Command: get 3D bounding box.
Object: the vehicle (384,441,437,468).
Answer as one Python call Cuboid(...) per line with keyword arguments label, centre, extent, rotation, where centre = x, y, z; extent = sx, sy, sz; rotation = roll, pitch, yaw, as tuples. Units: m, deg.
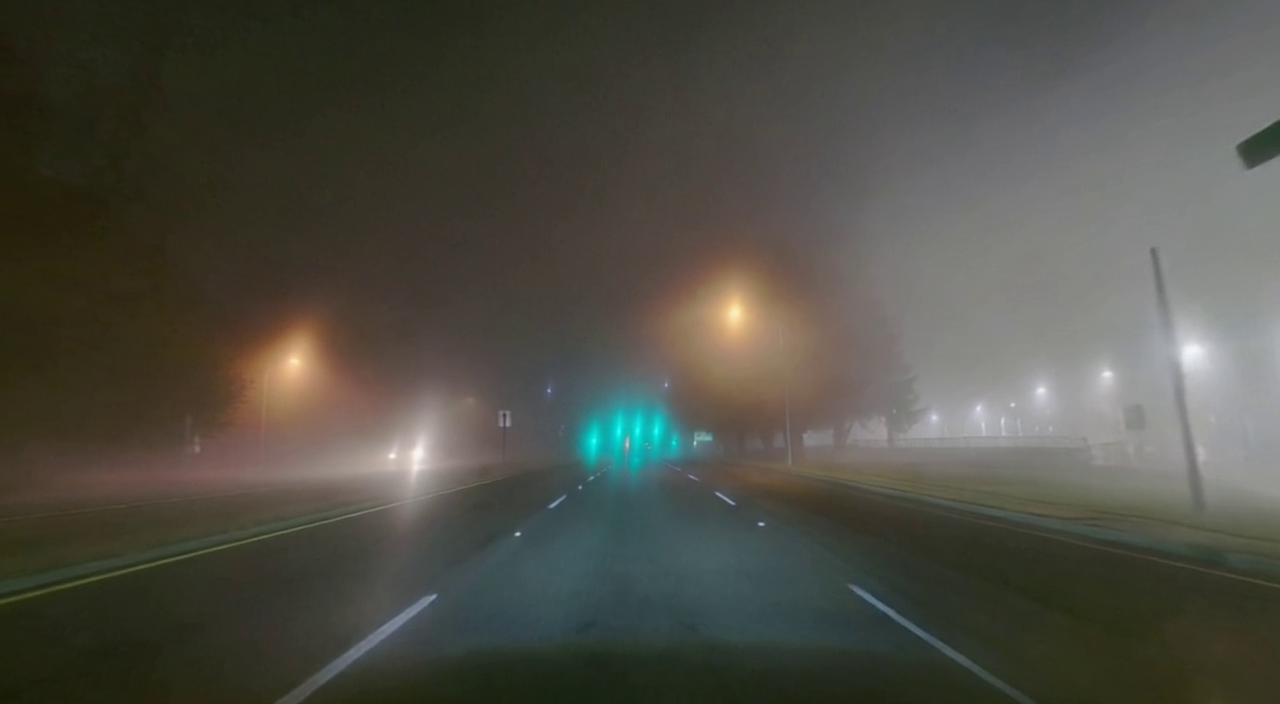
Cuboid(label="vehicle", centre=(-16.446, 7.342, 45.477), extent=(2.025, 1.802, 4.468), rotation=(0, -8, 1))
